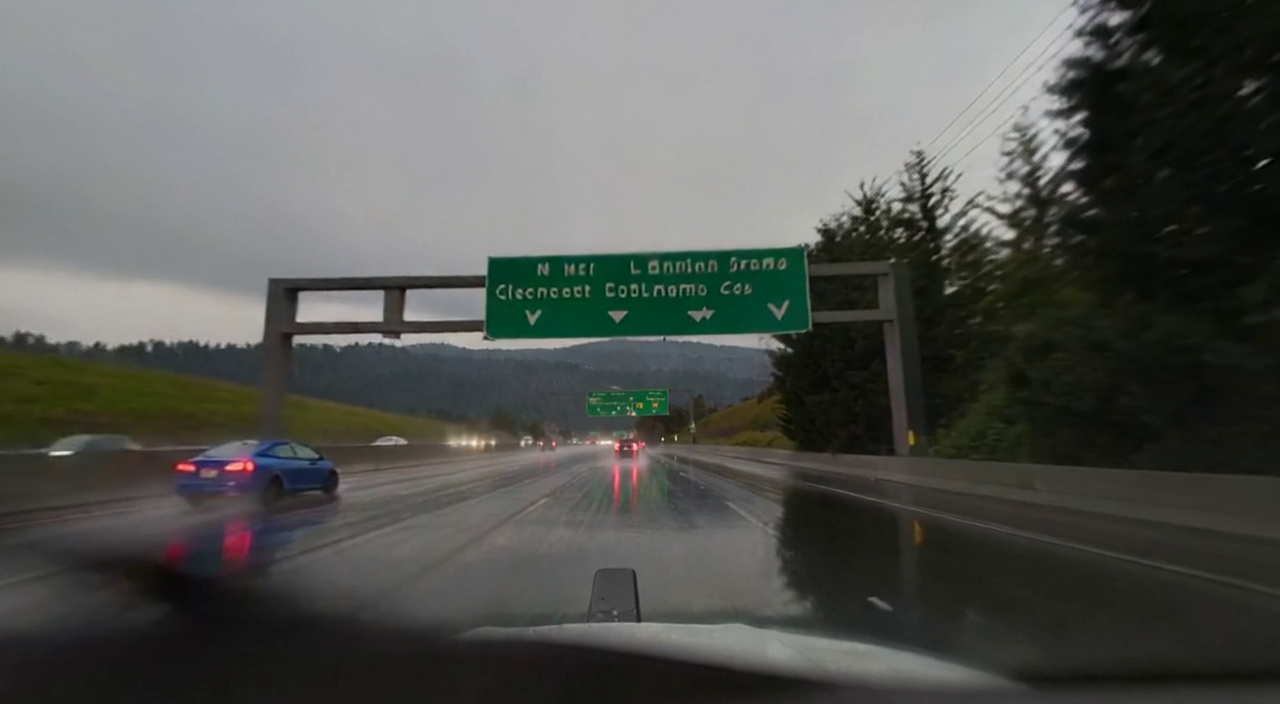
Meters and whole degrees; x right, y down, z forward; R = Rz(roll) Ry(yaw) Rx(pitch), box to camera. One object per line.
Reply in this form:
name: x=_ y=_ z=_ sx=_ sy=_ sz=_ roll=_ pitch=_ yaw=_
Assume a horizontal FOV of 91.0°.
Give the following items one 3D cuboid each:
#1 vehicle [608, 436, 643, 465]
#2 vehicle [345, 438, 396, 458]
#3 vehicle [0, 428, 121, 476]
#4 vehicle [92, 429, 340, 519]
vehicle: x=-0.896 y=6.036 z=38.709 sx=2.040 sy=1.715 sz=3.906 roll=0 pitch=-8 yaw=-1
vehicle: x=-20.378 y=7.296 z=47.832 sx=1.892 sy=1.454 sz=4.599 roll=0 pitch=-8 yaw=-1
vehicle: x=-19.744 y=3.307 z=20.920 sx=1.750 sy=1.449 sz=3.748 roll=0 pitch=-8 yaw=-1
vehicle: x=-8.166 y=2.363 z=12.771 sx=2.047 sy=1.486 sz=4.306 roll=0 pitch=-8 yaw=0
